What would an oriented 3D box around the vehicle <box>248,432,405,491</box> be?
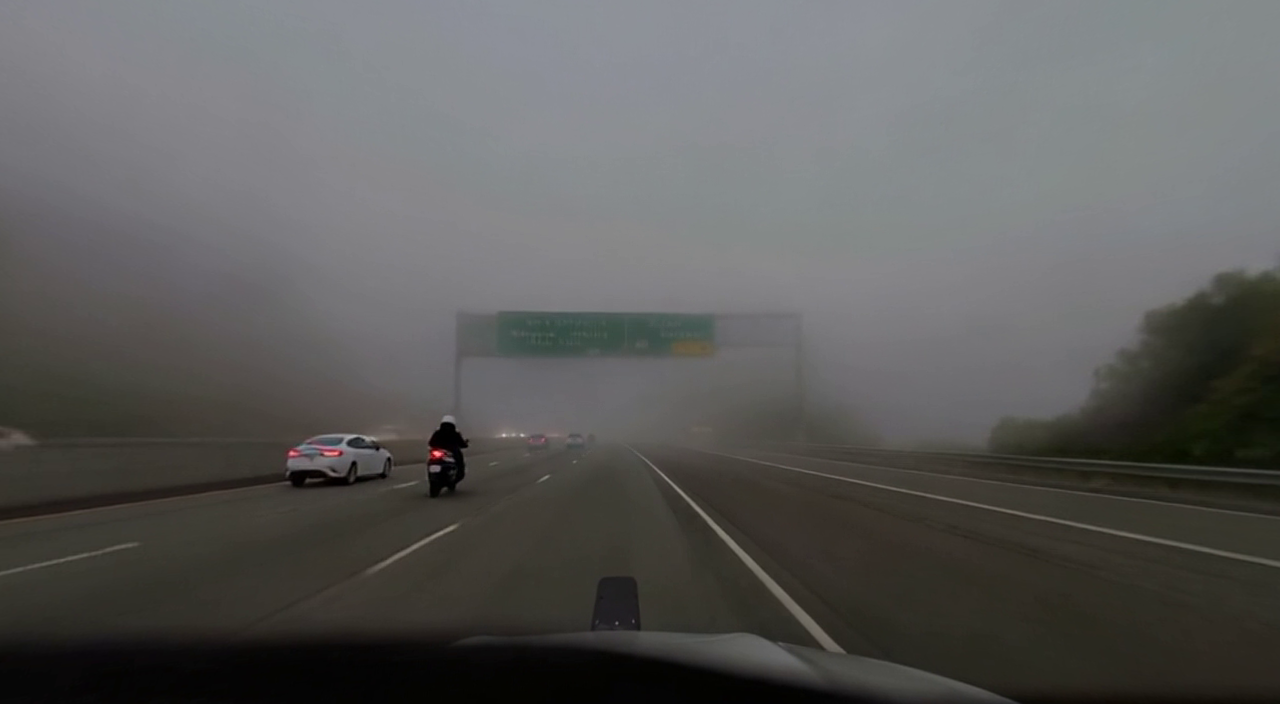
[{"bbox_3d":[-8.420,2.946,17.530,2.053,1.409,4.704,0,-8,-1],"label":"vehicle"}]
